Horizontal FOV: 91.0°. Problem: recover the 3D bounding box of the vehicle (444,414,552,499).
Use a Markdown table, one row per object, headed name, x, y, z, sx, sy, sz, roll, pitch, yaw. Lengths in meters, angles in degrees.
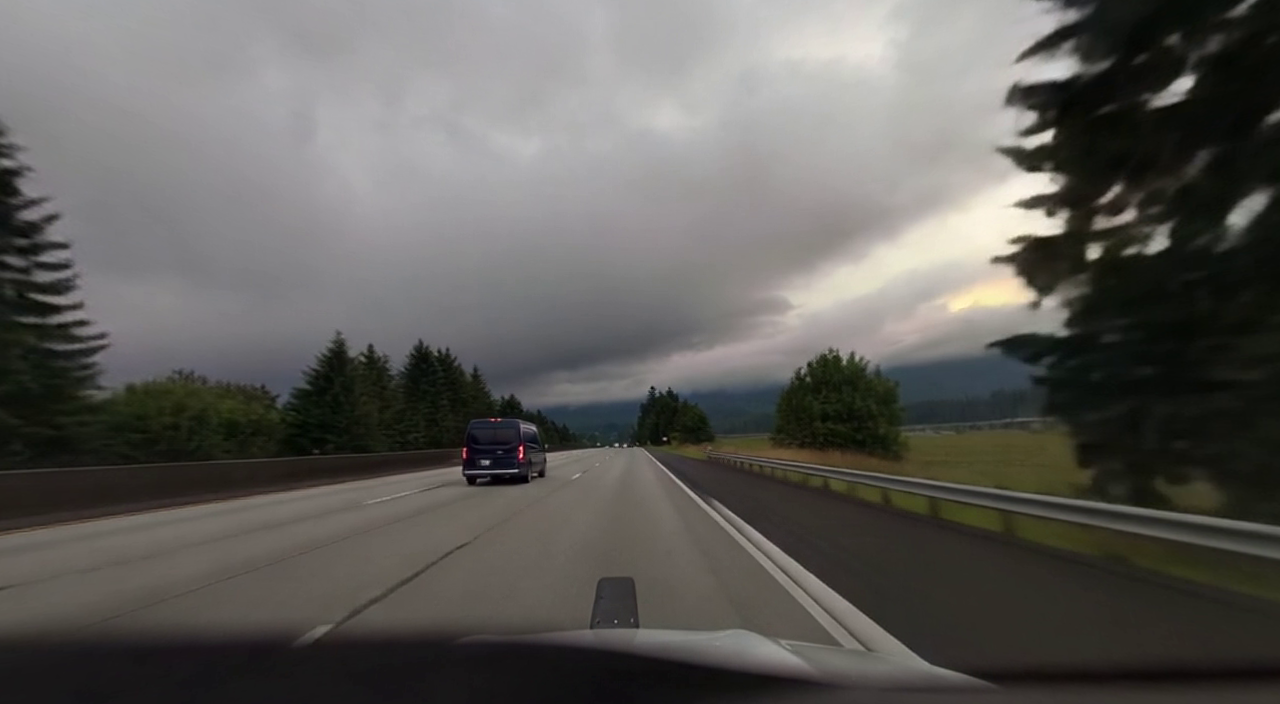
| name | x | y | z | sx | sy | sz | roll | pitch | yaw |
| --- | --- | --- | --- | --- | --- | --- | --- | --- | --- |
| vehicle | -3.782 | 2.896 | 17.750 | 1.976 | 2.029 | 4.737 | -1 | -8 | 0 |
